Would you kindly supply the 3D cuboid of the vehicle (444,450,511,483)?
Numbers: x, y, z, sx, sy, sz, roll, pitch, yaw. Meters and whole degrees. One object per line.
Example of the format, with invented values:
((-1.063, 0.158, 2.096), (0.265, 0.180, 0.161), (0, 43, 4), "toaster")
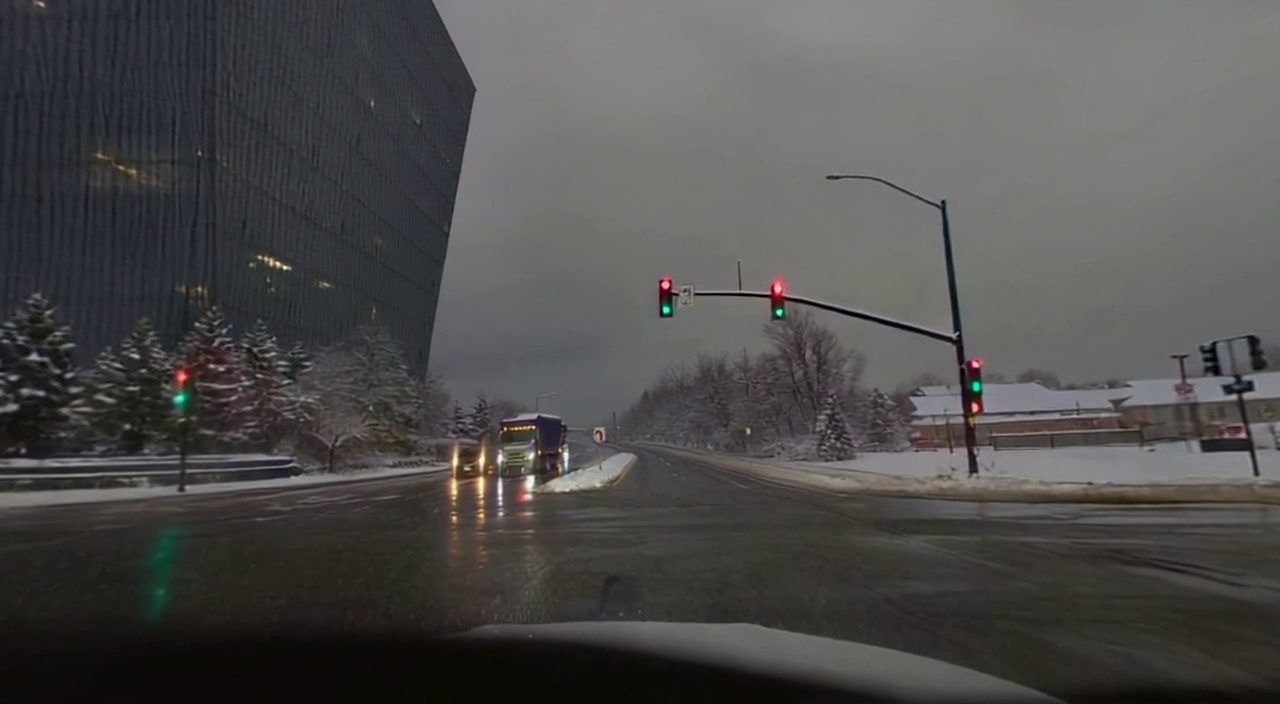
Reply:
((-8.146, 5.749, 31.977), (2.113, 1.535, 4.504), (0, -9, 1), "vehicle")

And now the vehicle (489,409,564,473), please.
((-7.520, 6.238, 43.688), (3.109, 3.888, 11.000), (0, -9, 0), "vehicle")
